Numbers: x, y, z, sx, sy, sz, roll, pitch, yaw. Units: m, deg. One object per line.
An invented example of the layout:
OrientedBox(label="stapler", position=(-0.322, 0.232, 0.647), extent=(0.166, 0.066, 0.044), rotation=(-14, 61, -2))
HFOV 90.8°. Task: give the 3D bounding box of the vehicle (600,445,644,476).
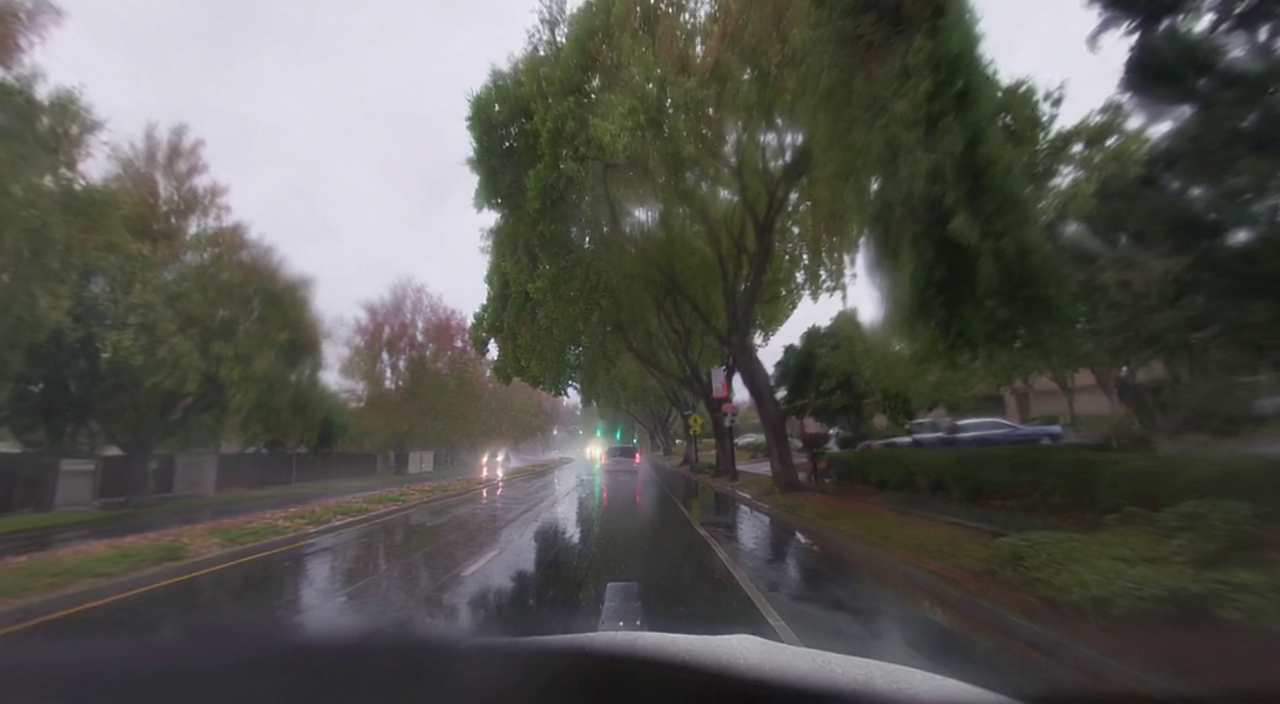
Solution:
OrientedBox(label="vehicle", position=(-0.900, 5.539, 32.511), extent=(2.111, 1.466, 4.223), rotation=(0, -9, -1))
